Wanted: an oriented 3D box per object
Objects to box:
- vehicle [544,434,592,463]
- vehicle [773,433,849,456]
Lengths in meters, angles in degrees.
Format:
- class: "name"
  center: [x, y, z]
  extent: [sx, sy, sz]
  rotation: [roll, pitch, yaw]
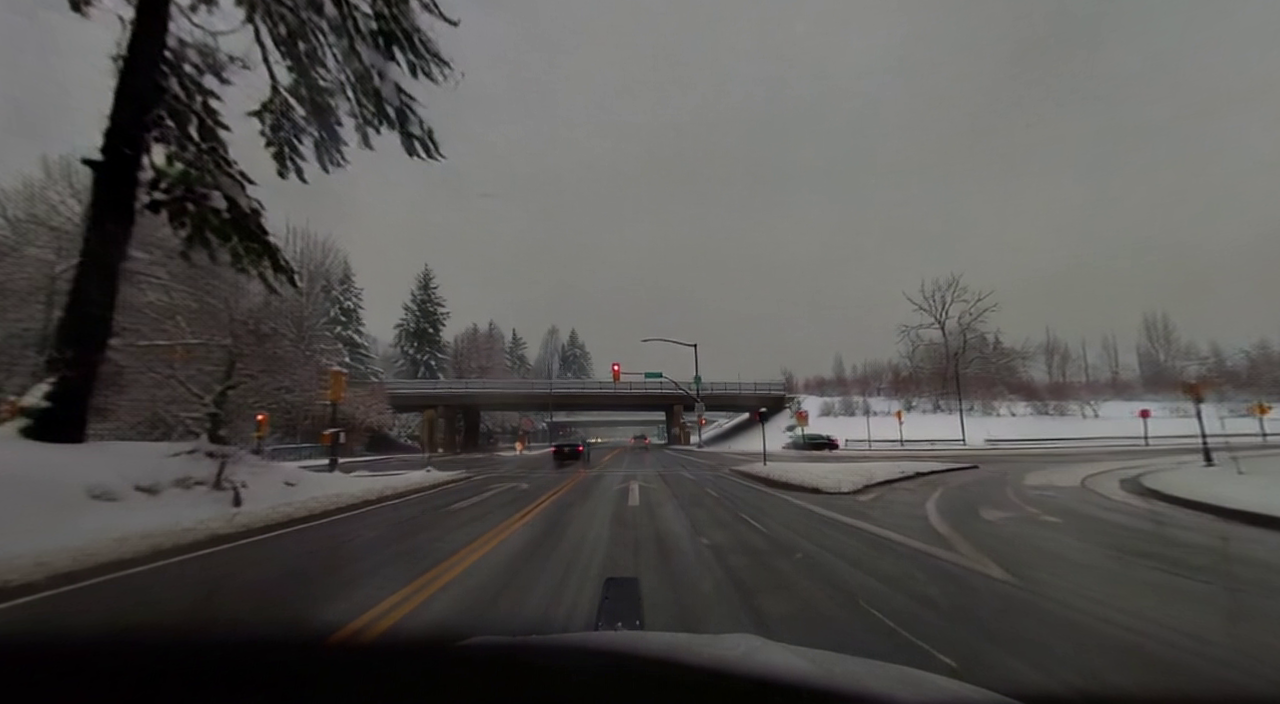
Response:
- class: "vehicle"
  center: [-3.856, 5.306, 34.634]
  extent: [2.082, 1.472, 4.310]
  rotation: [0, -9, 0]
- class: "vehicle"
  center: [11.720, 6.365, 43.478]
  extent: [4.691, 1.466, 1.800]
  rotation: [1, -9, -6]
